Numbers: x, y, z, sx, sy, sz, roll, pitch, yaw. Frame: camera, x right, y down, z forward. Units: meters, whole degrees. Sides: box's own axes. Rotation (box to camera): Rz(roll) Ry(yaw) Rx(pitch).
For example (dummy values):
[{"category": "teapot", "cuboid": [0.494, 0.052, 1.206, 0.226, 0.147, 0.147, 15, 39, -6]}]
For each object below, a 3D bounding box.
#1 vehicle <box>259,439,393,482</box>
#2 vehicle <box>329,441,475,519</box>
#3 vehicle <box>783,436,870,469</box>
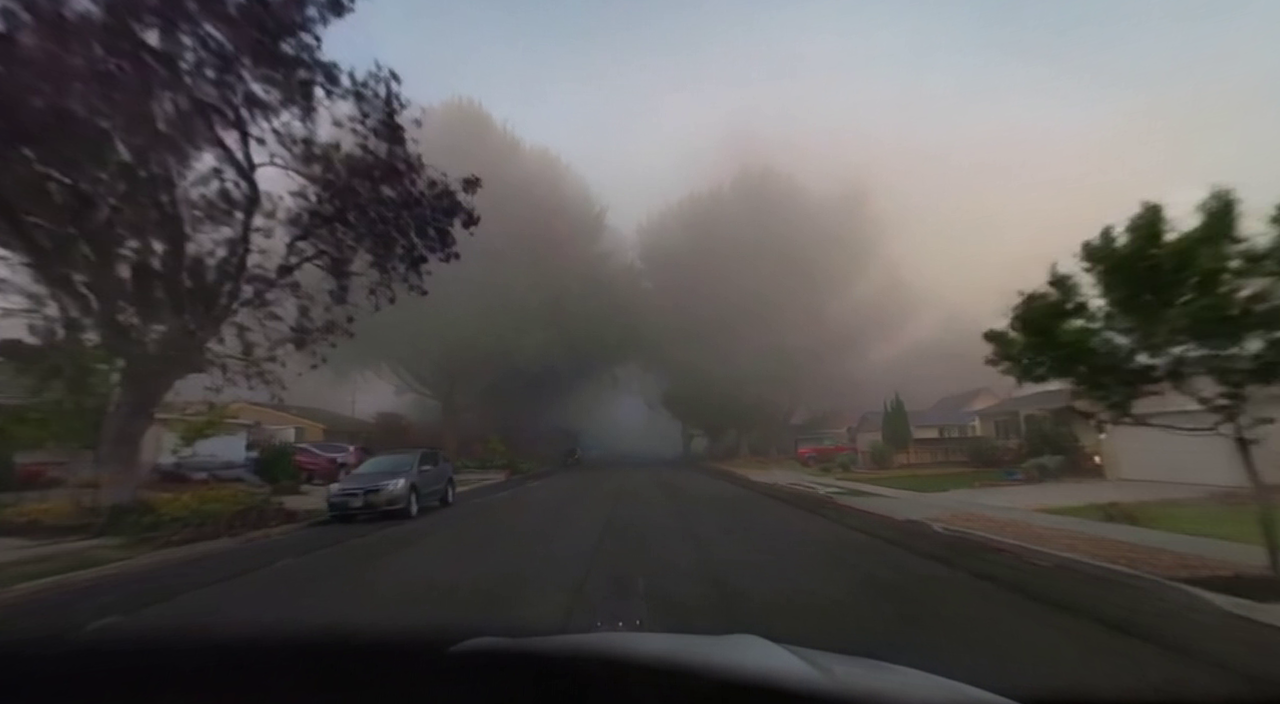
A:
[{"category": "vehicle", "cuboid": [-12.148, 4.217, 24.631, 4.135, 1.567, 1.944, 0, -9, 2]}, {"category": "vehicle", "cuboid": [-5.656, 3.078, 15.691, 1.944, 1.621, 4.187, -1, -9, 1]}, {"category": "vehicle", "cuboid": [11.326, 6.136, 38.610, 4.626, 1.880, 1.980, 1, -9, -9]}]
